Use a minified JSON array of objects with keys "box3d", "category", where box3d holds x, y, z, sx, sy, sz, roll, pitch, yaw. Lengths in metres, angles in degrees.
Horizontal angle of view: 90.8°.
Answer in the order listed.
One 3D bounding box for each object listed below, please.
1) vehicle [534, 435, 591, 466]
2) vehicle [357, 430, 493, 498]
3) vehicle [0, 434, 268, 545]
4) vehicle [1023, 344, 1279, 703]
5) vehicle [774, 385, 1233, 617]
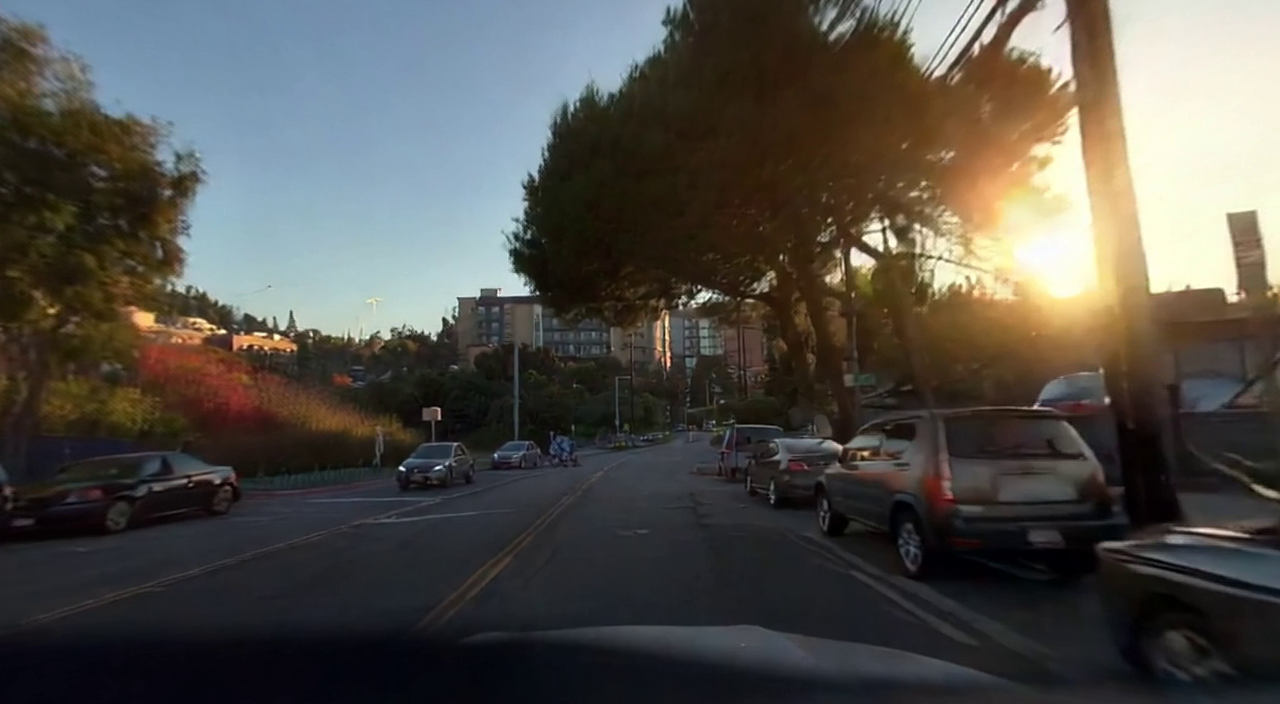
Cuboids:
[{"box3d":[-5.270,6.833,44.068,2.319,2.021,5.762,-2,-8,10],"category":"vehicle"},{"box3d":[-6.264,3.278,19.120,2.081,1.760,4.598,0,-7,6],"category":"vehicle"},{"box3d":[-10.633,2.808,13.459,2.134,1.775,4.706,-8,-10,8],"category":"vehicle"},{"box3d":[3.289,0.656,1.214,2.098,1.624,4.477,0,-8,-3],"category":"vehicle"},{"box3d":[3.234,1.438,7.111,2.156,1.702,4.687,0,-8,-3],"category":"vehicle"}]
